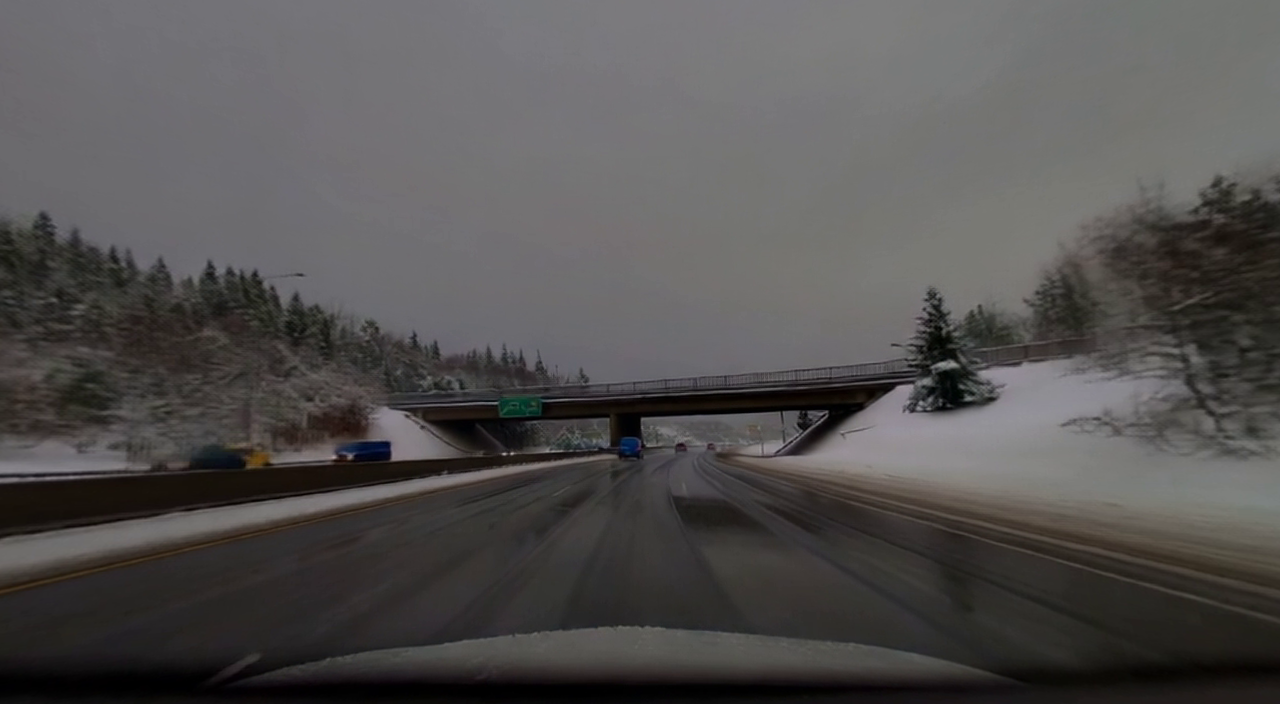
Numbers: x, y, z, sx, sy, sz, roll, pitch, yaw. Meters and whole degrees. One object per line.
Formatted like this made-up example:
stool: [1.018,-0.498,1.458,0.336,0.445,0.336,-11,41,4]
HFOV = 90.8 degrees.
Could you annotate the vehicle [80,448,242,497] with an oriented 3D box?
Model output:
vehicle: [-16.960,4.256,22.777,1.978,1.510,4.771,0,-8,2]
